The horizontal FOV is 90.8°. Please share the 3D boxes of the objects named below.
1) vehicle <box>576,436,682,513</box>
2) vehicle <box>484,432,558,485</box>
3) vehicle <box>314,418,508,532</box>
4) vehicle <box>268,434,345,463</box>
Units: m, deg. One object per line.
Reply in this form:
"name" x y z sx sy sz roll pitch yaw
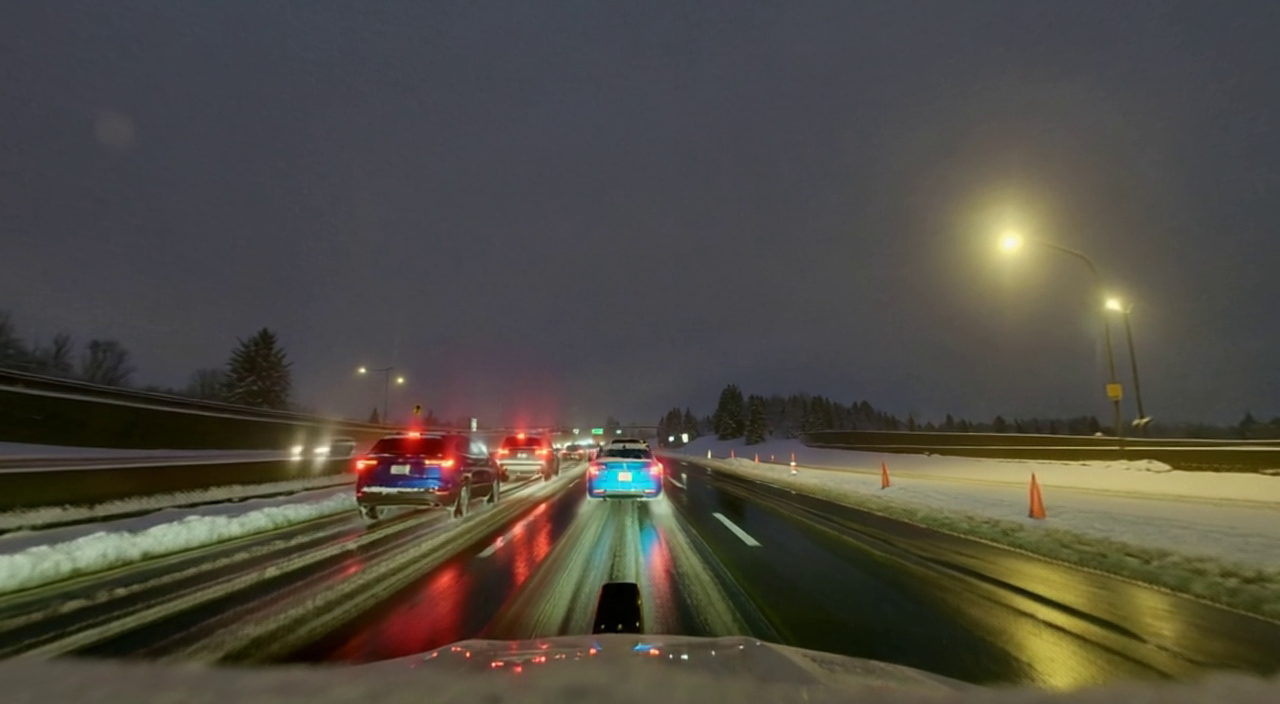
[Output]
"vehicle" -0.280 2.702 14.446 2.069 1.484 3.982 0 -8 -2
"vehicle" -4.234 3.854 23.093 1.982 1.727 4.057 0 -8 -1
"vehicle" -3.904 2.176 11.676 2.025 1.708 4.089 0 -8 0
"vehicle" -18.138 5.285 34.596 1.857 1.458 4.406 0 -9 -1
